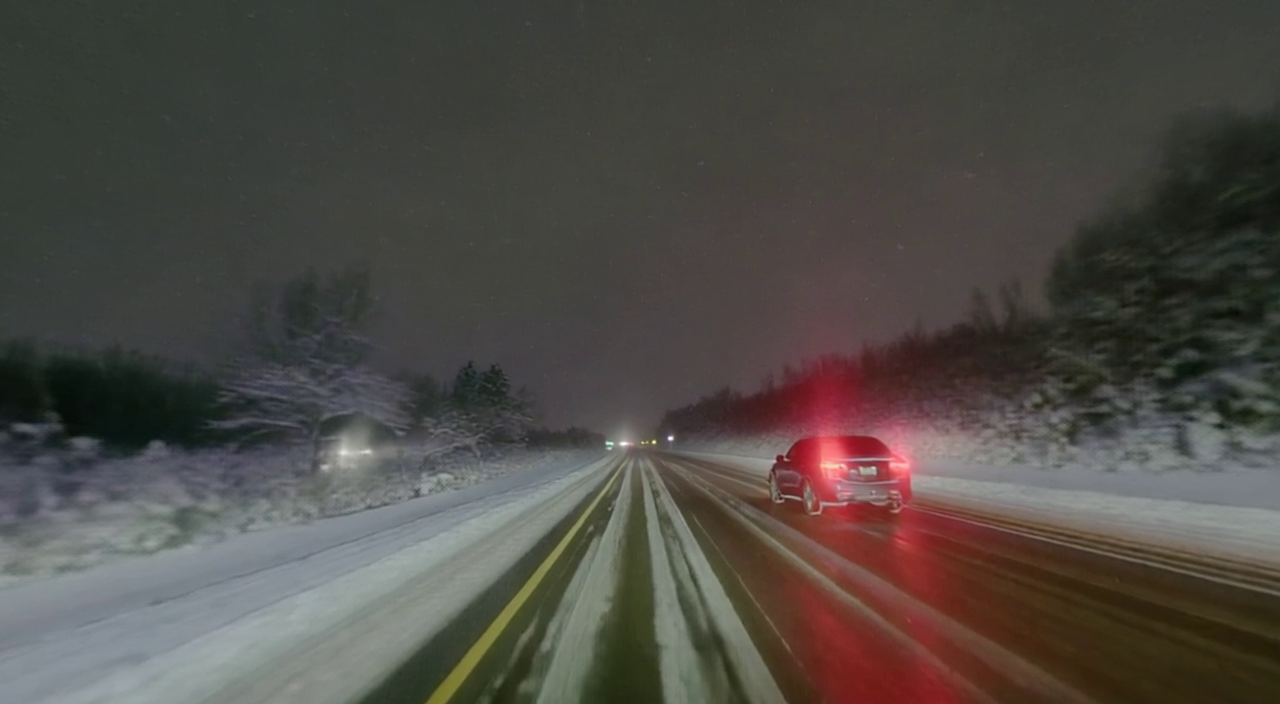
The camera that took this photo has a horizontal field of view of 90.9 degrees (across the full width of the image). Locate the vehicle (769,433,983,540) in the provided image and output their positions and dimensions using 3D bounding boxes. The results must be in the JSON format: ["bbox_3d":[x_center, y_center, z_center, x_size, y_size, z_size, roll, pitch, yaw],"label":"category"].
[{"bbox_3d":[3.768,2.215,11.114,2.003,1.466,4.441,0,-8,-1],"label":"vehicle"}]
